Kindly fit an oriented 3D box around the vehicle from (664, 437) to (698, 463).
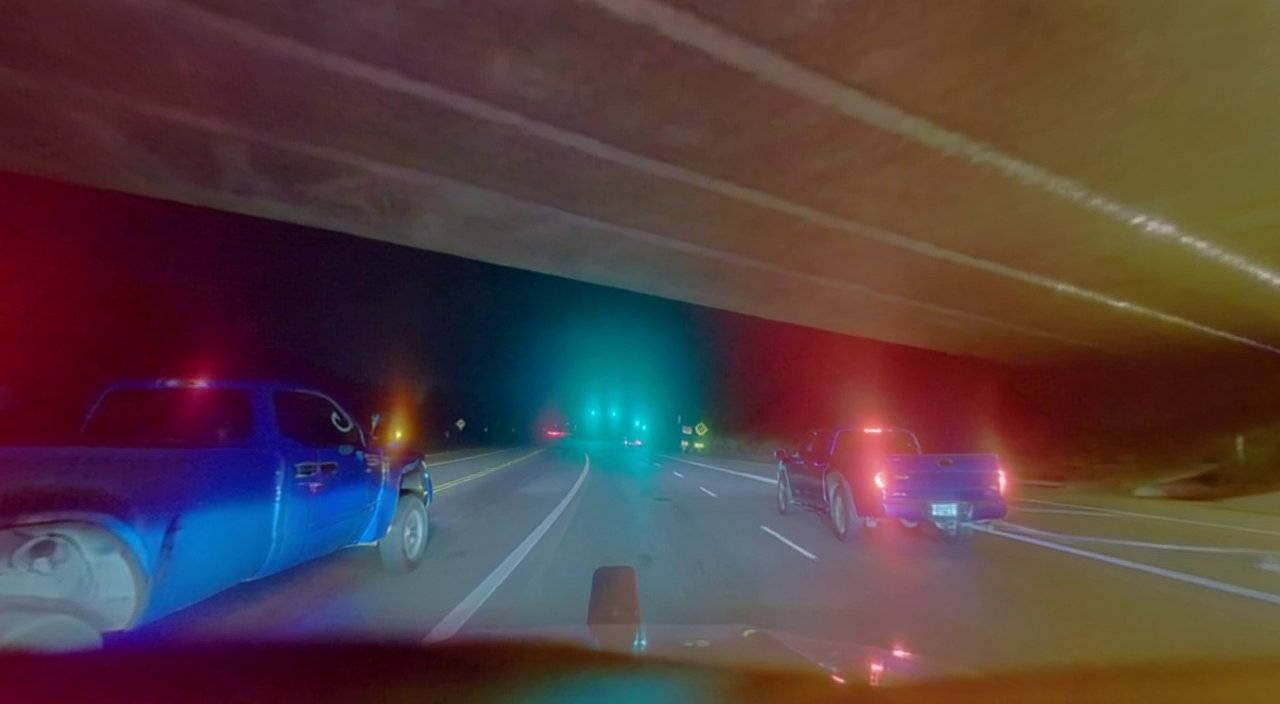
[{"bbox_3d":[2.515,5.974,38.490,1.947,1.475,3.962,-1,-8,5],"label":"vehicle"}]
